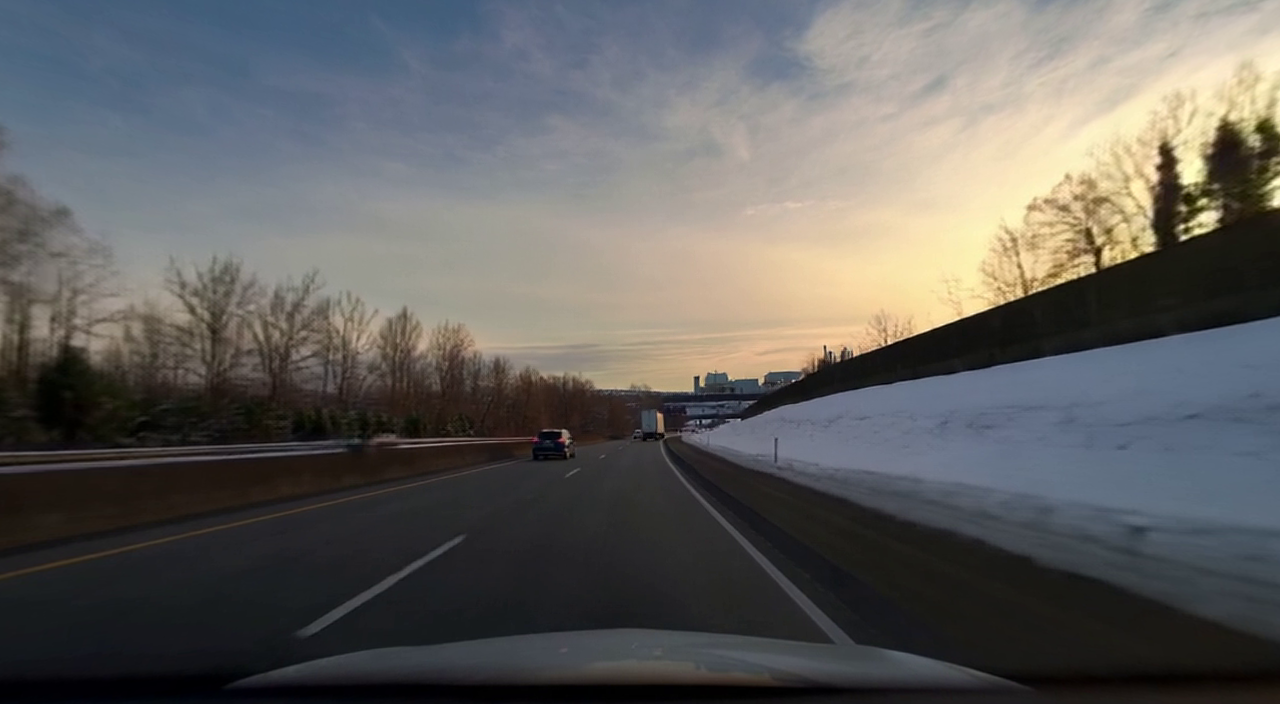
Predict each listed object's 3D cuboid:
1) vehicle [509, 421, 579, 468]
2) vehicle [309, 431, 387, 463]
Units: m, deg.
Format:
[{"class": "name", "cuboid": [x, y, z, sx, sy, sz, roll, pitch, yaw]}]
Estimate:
[{"class": "vehicle", "cuboid": [-3.690, 3.656, 24.966, 2.018, 1.678, 4.312, 0, -8, 1]}, {"class": "vehicle", "cuboid": [-15.132, 4.940, 32.899, 1.848, 1.505, 4.527, 0, -8, 1]}]
